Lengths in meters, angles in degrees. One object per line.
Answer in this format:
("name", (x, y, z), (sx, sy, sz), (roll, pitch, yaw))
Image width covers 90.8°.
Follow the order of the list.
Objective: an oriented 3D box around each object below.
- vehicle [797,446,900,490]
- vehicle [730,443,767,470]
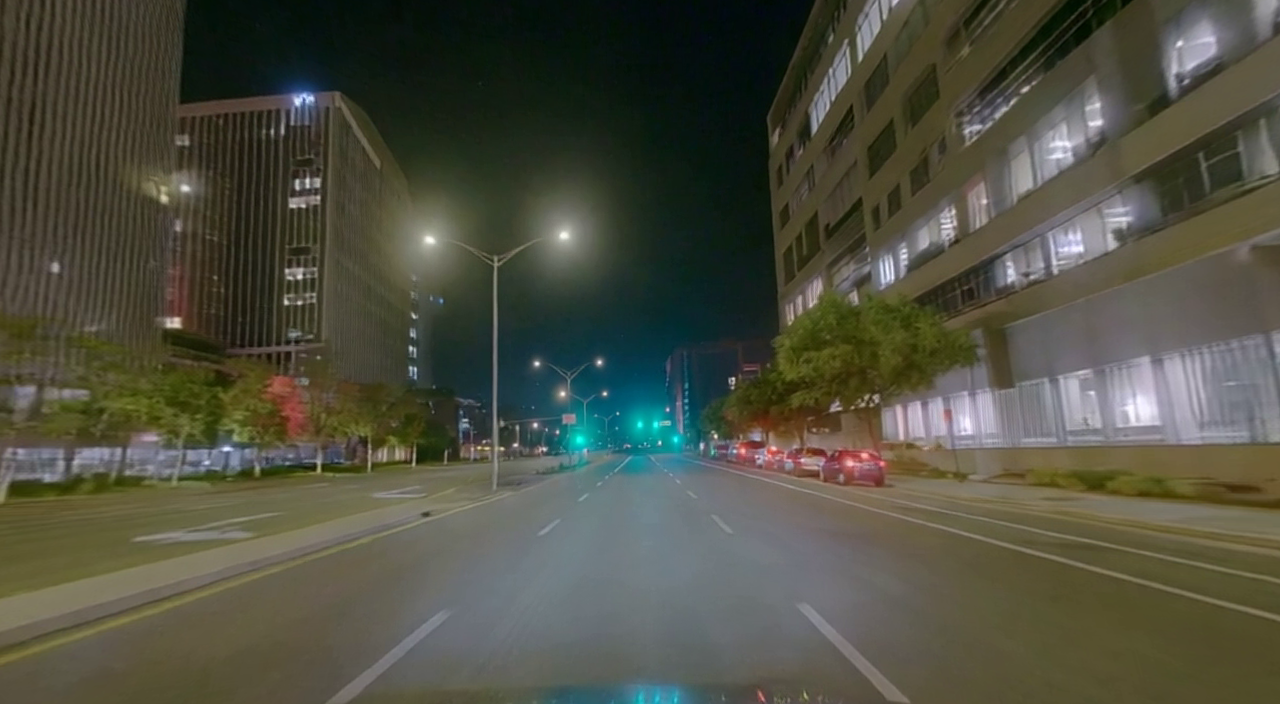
("vehicle", (7.534, 4.225, 23.444), (2.066, 1.451, 4.783), (0, -8, -2))
("vehicle", (7.662, 7.390, 44.934), (1.939, 1.761, 4.711), (0, -8, 1))
